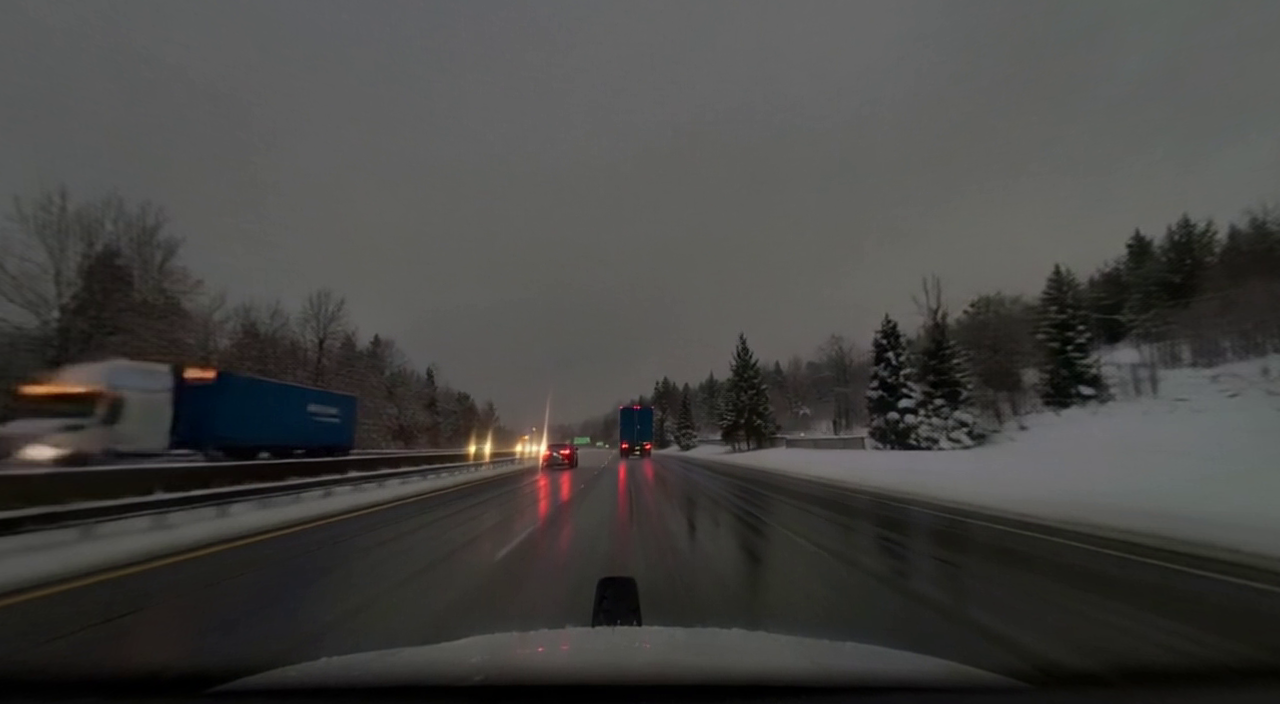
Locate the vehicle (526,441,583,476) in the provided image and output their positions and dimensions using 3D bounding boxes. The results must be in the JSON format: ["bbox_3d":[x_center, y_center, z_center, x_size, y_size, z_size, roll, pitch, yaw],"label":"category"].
[{"bbox_3d":[-3.939,5.023,29.687,2.057,1.519,4.372,0,-9,0],"label":"vehicle"}]

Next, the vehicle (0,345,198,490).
[{"bbox_3d":[-17.143,2.155,20.067,3.116,4.225,3.440,0,-9,-1],"label":"vehicle"}]

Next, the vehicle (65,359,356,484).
[{"bbox_3d":[-17.269,3.342,27.625,3.275,4.097,13.776,0,-9,-1],"label":"vehicle"}]
